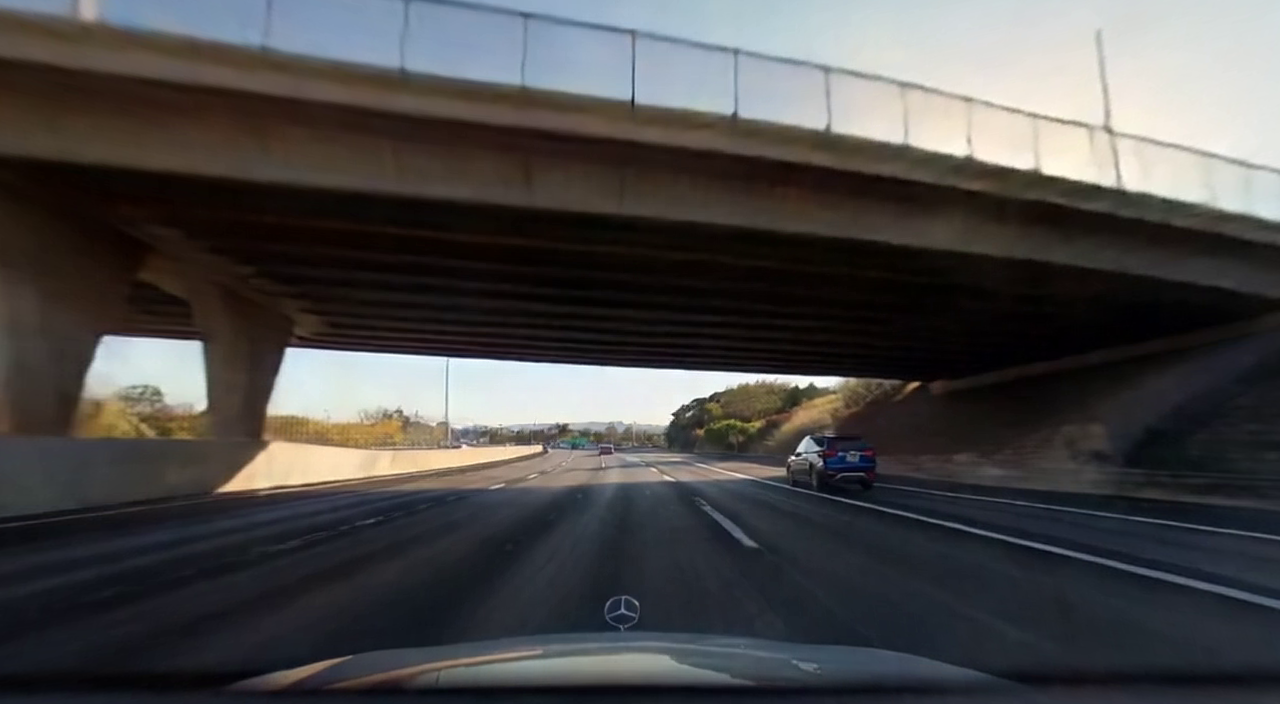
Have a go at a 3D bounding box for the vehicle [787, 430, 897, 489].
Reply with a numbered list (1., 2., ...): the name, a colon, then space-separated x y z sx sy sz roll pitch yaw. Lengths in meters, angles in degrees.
1. vehicle: 6.515 3.519 20.907 2.091 1.711 4.383 0 -9 -1
